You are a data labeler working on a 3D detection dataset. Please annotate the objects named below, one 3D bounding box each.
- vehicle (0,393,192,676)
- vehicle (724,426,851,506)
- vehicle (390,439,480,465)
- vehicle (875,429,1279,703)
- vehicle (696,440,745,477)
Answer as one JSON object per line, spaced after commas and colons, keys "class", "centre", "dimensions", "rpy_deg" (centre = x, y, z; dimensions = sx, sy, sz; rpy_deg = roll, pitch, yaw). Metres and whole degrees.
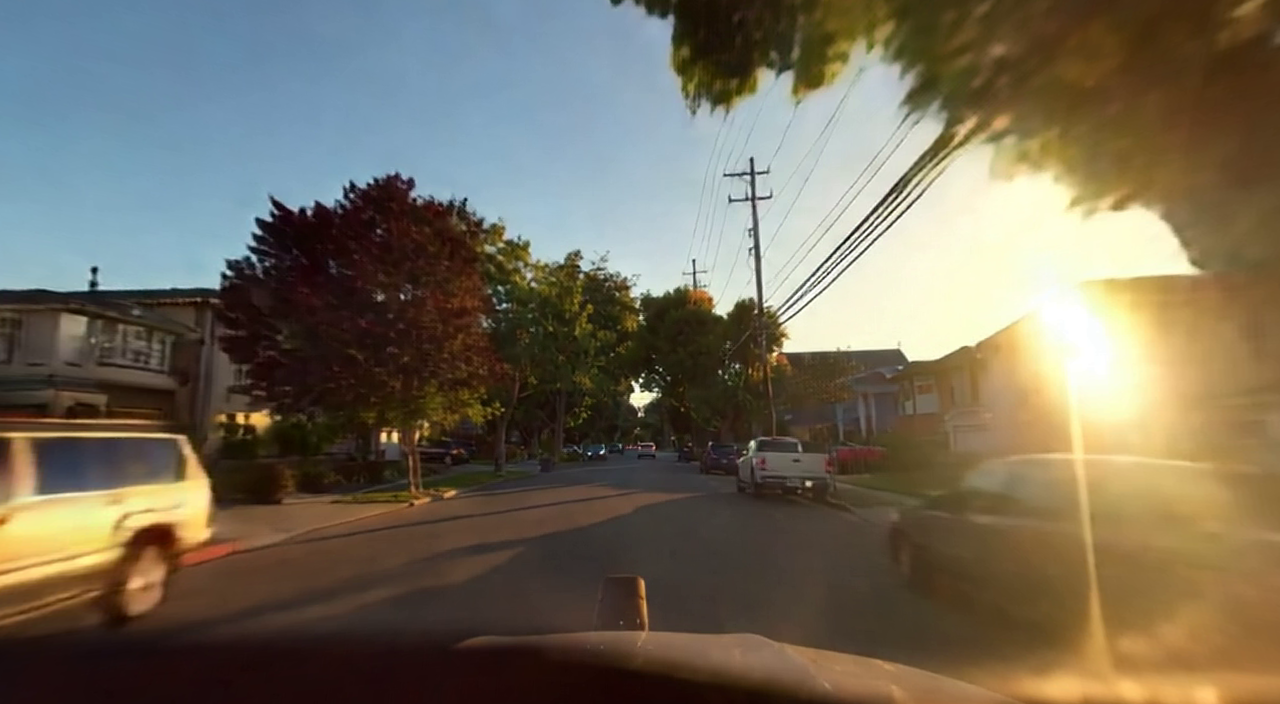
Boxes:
{"class": "vehicle", "centre": [-5.031, 1.065, 3.409], "dimensions": [2.103, 1.731, 4.197], "rpy_deg": [-1, -9, 0]}
{"class": "vehicle", "centre": [3.764, 3.043, 17.215], "dimensions": [2.280, 1.820, 5.001], "rpy_deg": [0, -9, 0]}
{"class": "vehicle", "centre": [-12.492, 6.120, 38.772], "dimensions": [4.792, 1.521, 2.077], "rpy_deg": [-1, -9, 1]}
{"class": "vehicle", "centre": [3.512, 1.315, 4.234], "dimensions": [2.008, 1.482, 4.891], "rpy_deg": [0, -9, 0]}
{"class": "vehicle", "centre": [4.035, 5.433, 32.465], "dimensions": [2.066, 1.753, 4.877], "rpy_deg": [-1, -9, 2]}
